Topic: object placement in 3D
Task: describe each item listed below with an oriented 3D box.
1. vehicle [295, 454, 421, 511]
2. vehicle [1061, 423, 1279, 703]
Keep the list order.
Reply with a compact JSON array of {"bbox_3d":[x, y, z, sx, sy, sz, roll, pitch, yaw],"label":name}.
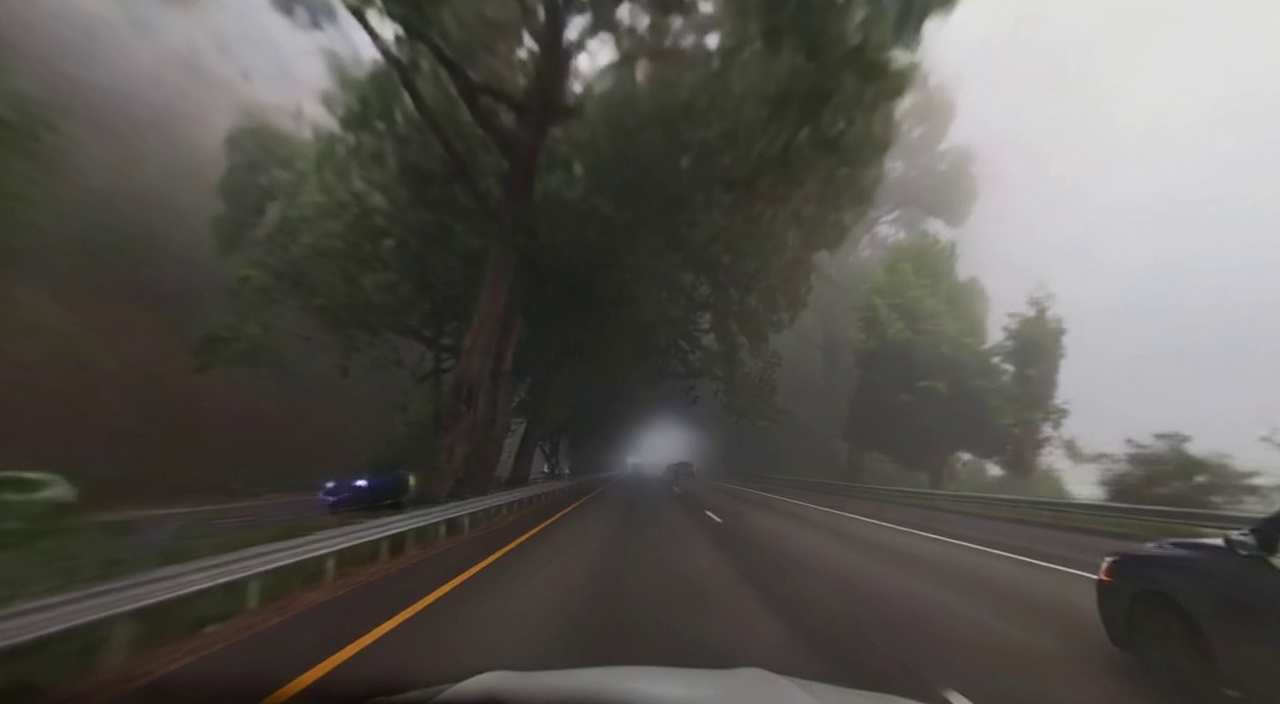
[{"bbox_3d":[-8.140,3.802,18.591,1.916,1.457,3.642,1,-10,1],"label":"vehicle"},{"bbox_3d":[3.645,0.952,2.024,1.825,1.494,3.959,1,-10,0],"label":"vehicle"}]
